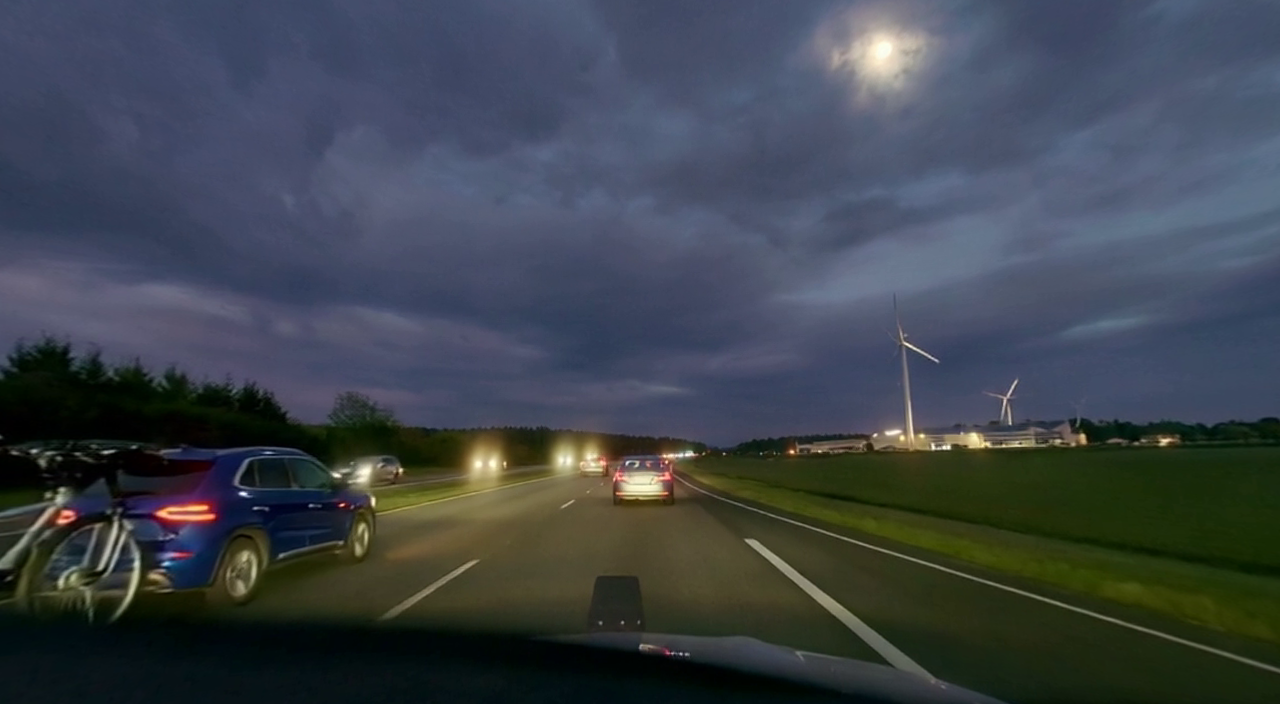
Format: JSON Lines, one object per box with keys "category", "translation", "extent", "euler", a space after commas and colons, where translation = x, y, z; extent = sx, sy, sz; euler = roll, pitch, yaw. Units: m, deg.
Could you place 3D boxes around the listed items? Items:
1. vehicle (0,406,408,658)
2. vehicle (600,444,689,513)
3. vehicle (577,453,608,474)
{"category": "vehicle", "translation": [-4.110, 1.538, 6.349], "extent": [1.962, 1.681, 4.033], "euler": [0, -9, 0]}
{"category": "vehicle", "translation": [0.120, 3.270, 16.765], "extent": [2.063, 1.582, 3.955], "euler": [0, -9, 0]}
{"category": "vehicle", "translation": [-3.539, 8.397, 47.591], "extent": [2.059, 1.455, 4.205], "euler": [0, -9, 0]}
